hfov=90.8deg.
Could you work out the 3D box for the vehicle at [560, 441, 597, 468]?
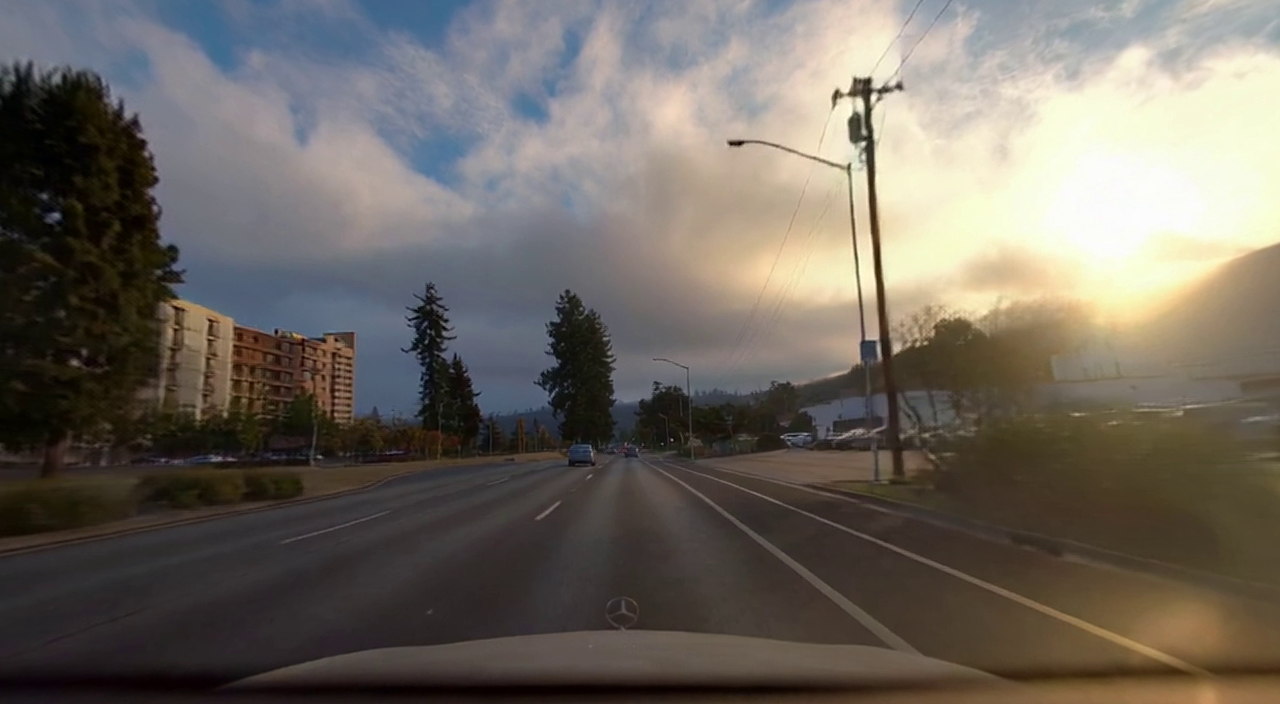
[{"bbox_3d":[-4.015,6.777,41.882,2.121,1.654,3.993,0,-8,-1],"label":"vehicle"}]
